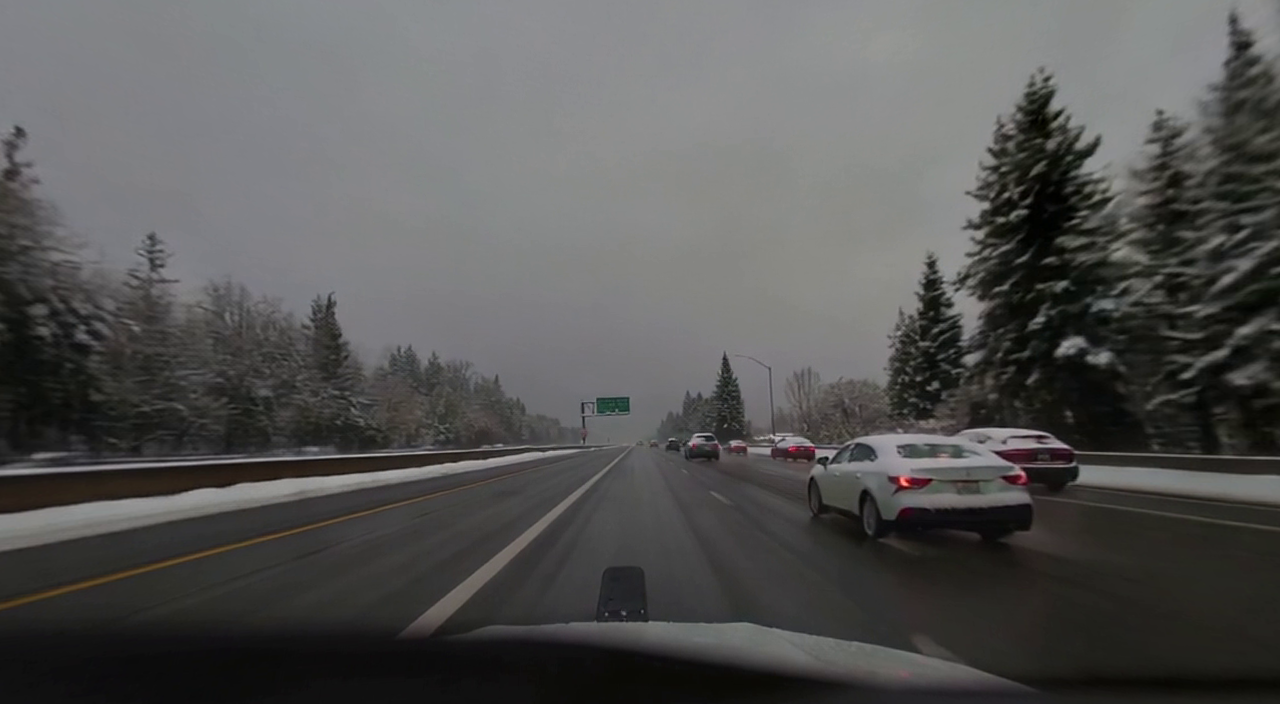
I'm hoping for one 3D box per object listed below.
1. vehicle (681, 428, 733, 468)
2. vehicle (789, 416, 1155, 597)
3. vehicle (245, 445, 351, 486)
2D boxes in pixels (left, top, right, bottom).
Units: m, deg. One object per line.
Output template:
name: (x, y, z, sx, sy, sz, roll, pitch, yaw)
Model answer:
vehicle: (3.570, 5.284, 34.809, 2.218, 1.964, 5.662, 0, -8, -1)
vehicle: (3.422, 1.671, 7.842, 1.978, 1.535, 4.705, 0, -8, 0)
vehicle: (-13.978, 4.627, 26.117, 1.798, 1.486, 4.486, -1, -8, 1)
